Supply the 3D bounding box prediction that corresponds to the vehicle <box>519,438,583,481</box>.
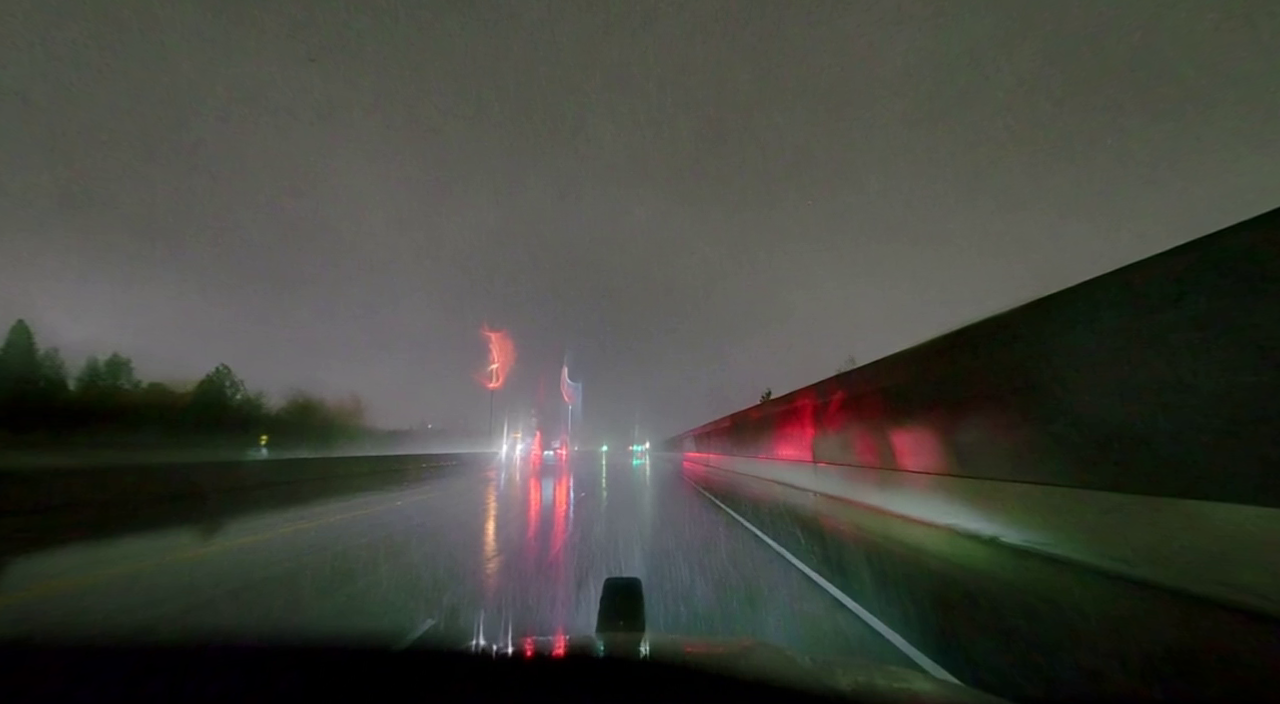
[{"bbox_3d":[-3.774,4.656,27.478,2.133,1.683,4.340,1,-9,0],"label":"vehicle"}]
